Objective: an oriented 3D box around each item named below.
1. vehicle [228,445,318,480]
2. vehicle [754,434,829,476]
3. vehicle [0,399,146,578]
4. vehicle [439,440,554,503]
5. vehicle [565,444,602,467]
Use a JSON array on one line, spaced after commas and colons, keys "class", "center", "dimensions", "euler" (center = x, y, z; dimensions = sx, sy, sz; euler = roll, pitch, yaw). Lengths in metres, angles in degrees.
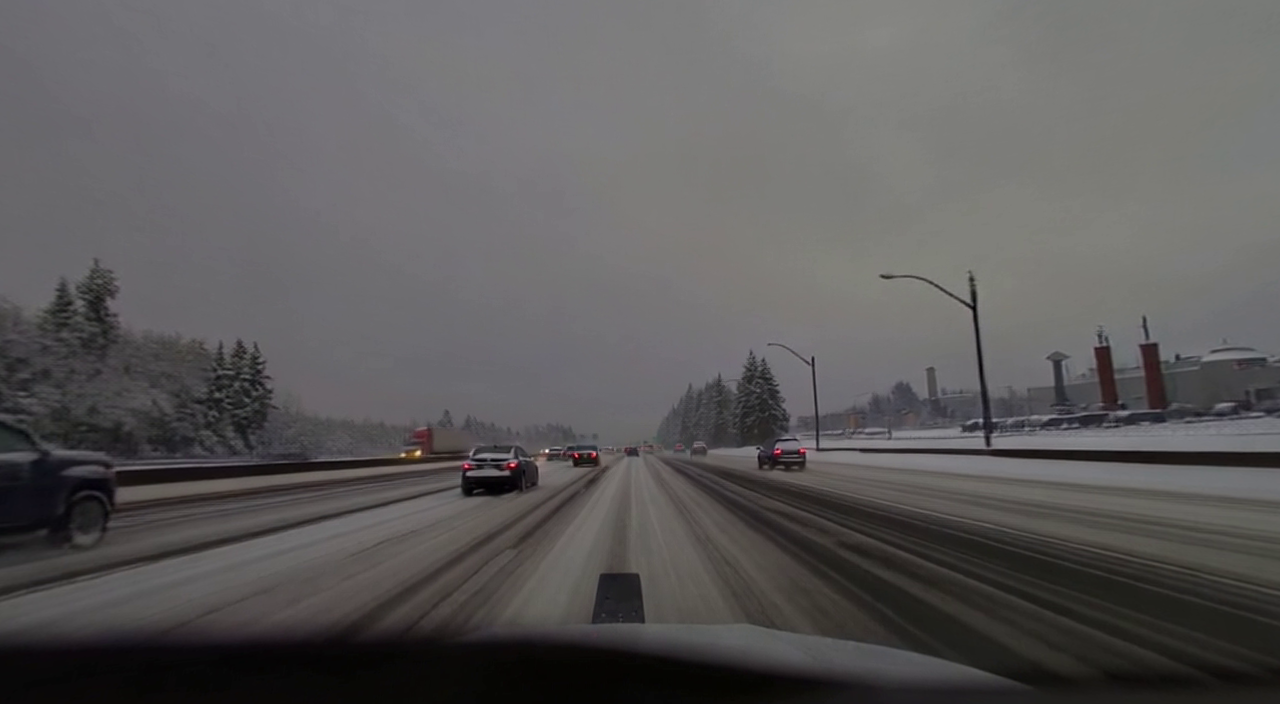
[{"class": "vehicle", "center": [-20.580, 6.196, 35.766], "dimensions": [2.036, 1.785, 5.061], "euler": [0, -9, 0]}, {"class": "vehicle", "center": [6.822, 4.713, 29.081], "dimensions": [2.147, 1.769, 4.666], "euler": [0, -9, -2]}, {"class": "vehicle", "center": [-7.595, 1.266, 5.647], "dimensions": [2.310, 1.787, 4.955], "euler": [0, -9, 0]}, {"class": "vehicle", "center": [-3.693, 3.174, 17.212], "dimensions": [2.047, 1.469, 4.614], "euler": [0, -9, 0]}, {"class": "vehicle", "center": [-3.770, 6.991, 42.817], "dimensions": [2.078, 1.464, 4.093], "euler": [0, -9, 0]}]
